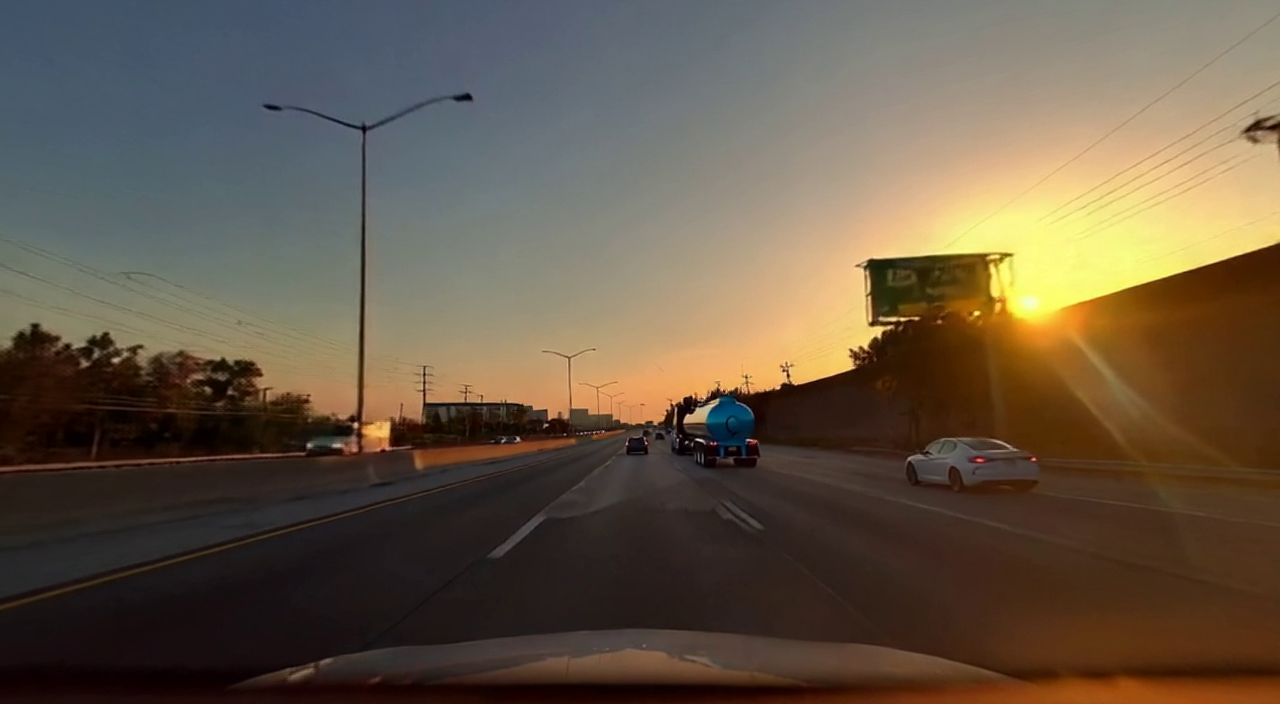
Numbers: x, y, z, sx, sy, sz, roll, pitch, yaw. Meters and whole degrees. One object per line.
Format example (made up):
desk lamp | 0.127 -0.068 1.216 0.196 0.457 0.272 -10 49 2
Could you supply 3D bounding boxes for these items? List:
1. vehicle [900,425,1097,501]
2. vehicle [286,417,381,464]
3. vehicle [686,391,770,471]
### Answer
vehicle | 8.015 2.532 14.767 1.905 1.480 4.624 0 -8 0
vehicle | -17.904 5.263 37.301 2.410 2.513 6.257 0 -8 1
vehicle | 3.839 3.755 29.394 2.791 3.179 8.074 0 -8 0
